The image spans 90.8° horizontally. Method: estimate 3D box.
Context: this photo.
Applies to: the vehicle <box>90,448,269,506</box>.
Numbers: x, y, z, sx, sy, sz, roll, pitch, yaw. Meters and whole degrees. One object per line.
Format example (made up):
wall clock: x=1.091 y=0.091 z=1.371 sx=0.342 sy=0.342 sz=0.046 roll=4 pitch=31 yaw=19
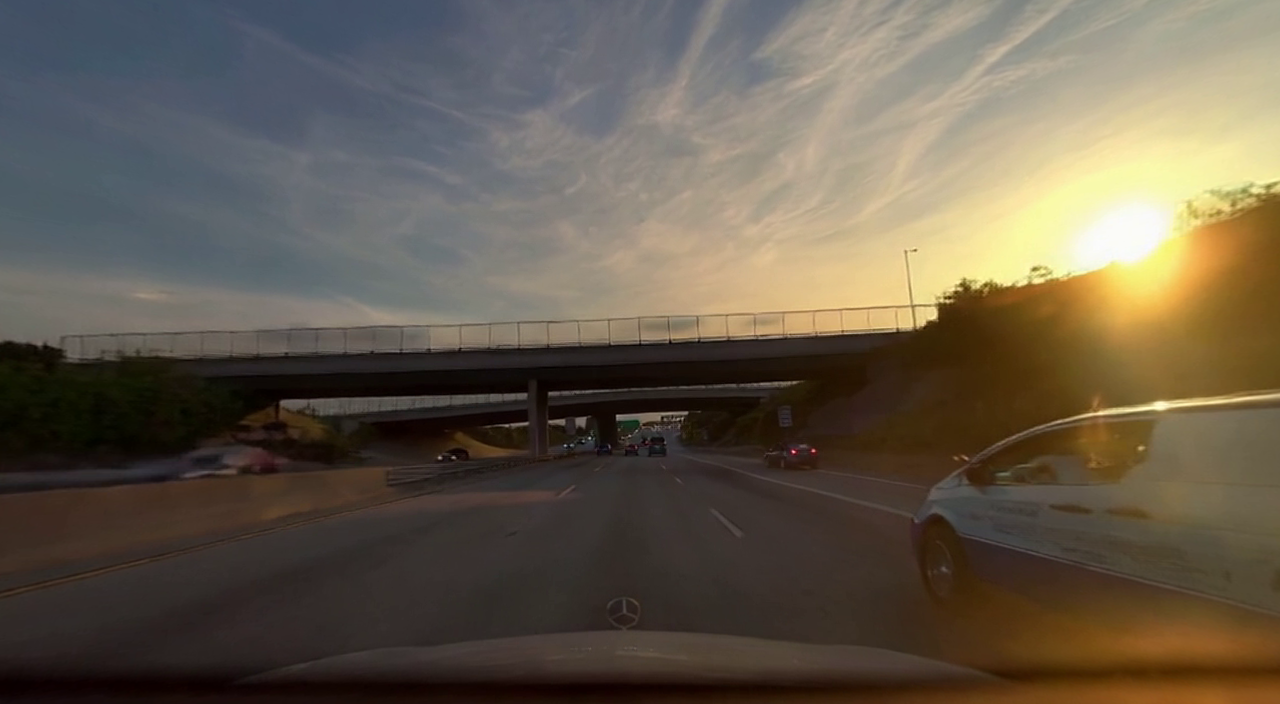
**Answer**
vehicle: x=-13.458 y=3.630 z=18.921 sx=1.892 sy=1.481 sz=4.576 roll=0 pitch=-8 yaw=0
